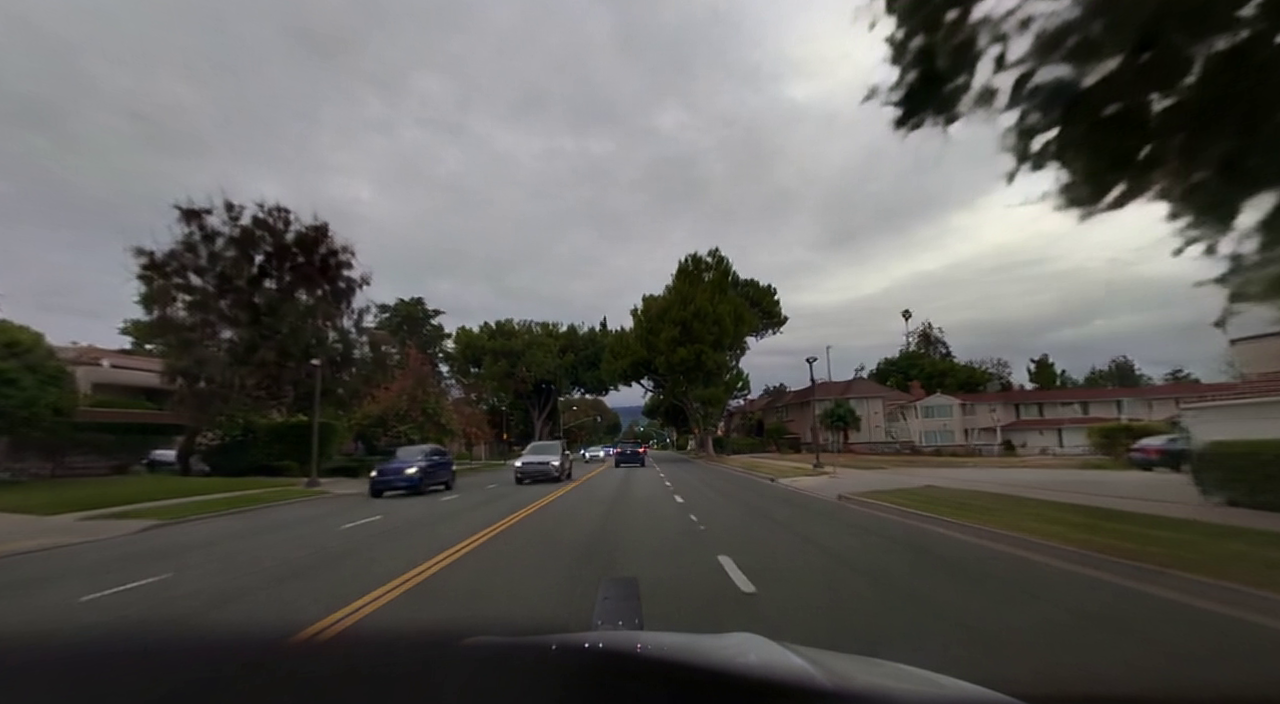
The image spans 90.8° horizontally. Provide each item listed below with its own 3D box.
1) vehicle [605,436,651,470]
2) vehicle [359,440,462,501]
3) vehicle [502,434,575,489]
[{"bbox_3d":[-0.654,6.150,38.432,2.554,1.902,5.329,0,-9,1],"label":"vehicle"},{"bbox_3d":[-7.744,4.009,21.749,1.978,1.744,4.301,-4,-9,-1],"label":"vehicle"},{"bbox_3d":[-3.716,4.101,23.960,1.991,1.794,4.572,-2,-9,0],"label":"vehicle"}]
